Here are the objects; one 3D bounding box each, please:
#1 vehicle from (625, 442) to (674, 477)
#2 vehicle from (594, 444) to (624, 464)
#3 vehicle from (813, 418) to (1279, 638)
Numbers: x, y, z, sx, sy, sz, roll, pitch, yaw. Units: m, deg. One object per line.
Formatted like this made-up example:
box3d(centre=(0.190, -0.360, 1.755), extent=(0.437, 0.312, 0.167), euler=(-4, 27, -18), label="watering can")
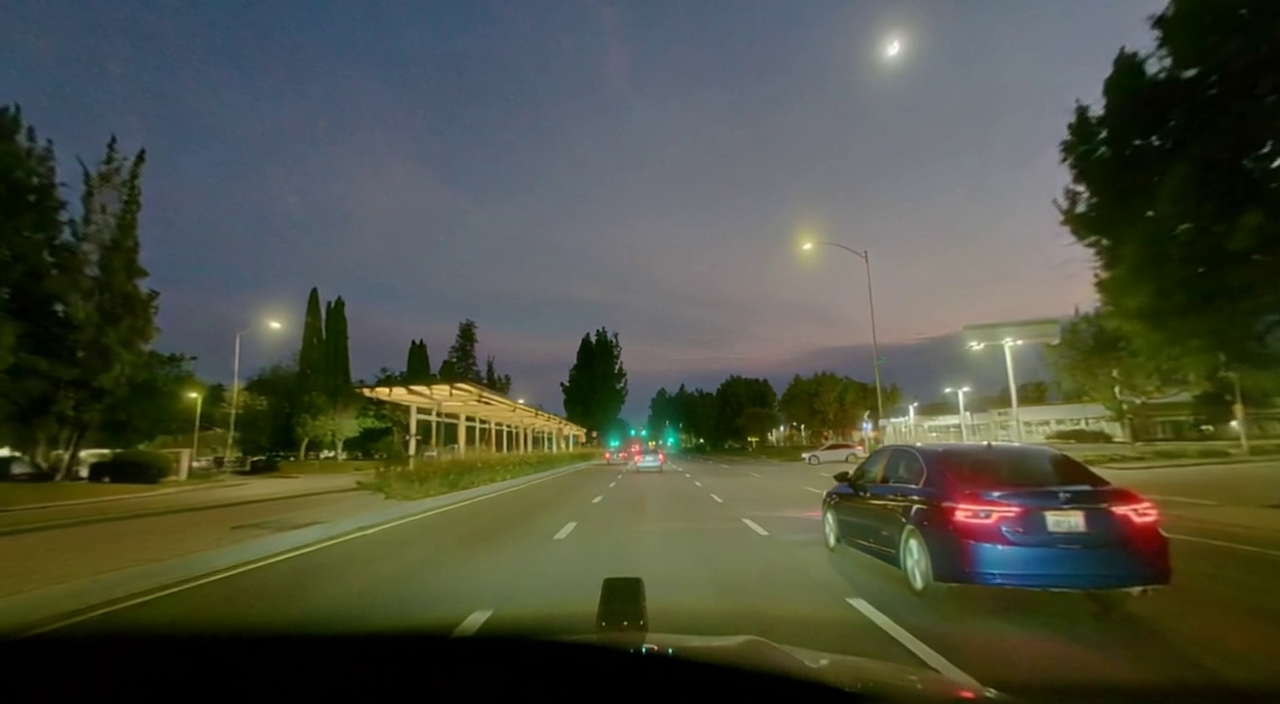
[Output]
box3d(centre=(0.422, 5.016, 29.723), extent=(2.144, 1.505, 4.128), euler=(0, -8, 0), label="vehicle")
box3d(centre=(-2.393, 8.009, 49.555), extent=(2.036, 1.481, 4.151), euler=(0, -8, 1), label="vehicle")
box3d(centre=(3.453, 1.537, 6.582), extent=(2.067, 1.497, 4.327), euler=(0, -8, 0), label="vehicle")
